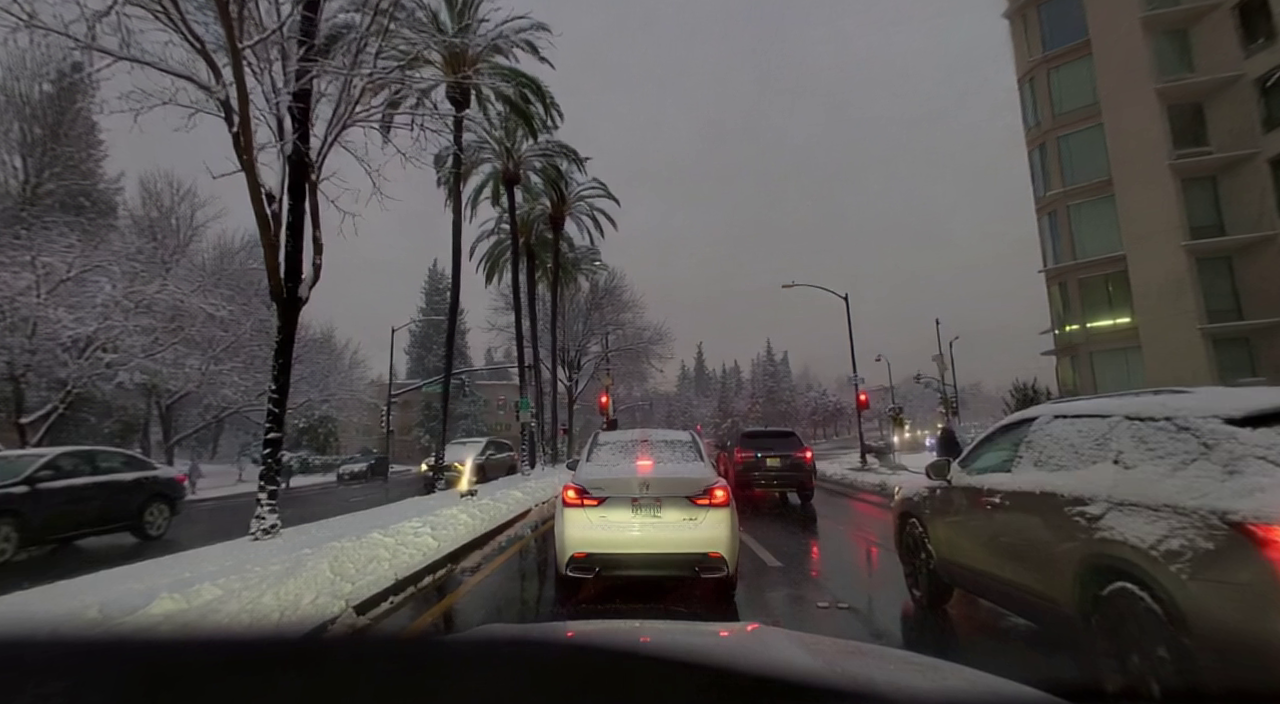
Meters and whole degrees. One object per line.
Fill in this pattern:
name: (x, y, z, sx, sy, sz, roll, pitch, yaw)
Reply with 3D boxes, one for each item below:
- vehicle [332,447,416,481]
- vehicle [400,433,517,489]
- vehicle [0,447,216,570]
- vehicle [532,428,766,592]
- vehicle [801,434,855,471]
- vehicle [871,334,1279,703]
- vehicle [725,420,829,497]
vehicle: (-13.198, 5.556, 31.700, 1.965, 1.507, 4.725, -1, -8, 3)
vehicle: (-6.062, 3.693, 21.749, 2.053, 1.693, 4.198, -2, -9, 13)
vehicle: (-8.885, 2.139, 9.081, 2.104, 1.492, 4.693, -1, -8, 4)
vehicle: (0.130, 1.715, 7.712, 2.088, 1.452, 3.993, -1, -8, 2)
vehicle: (9.620, 5.177, 32.717, 2.093, 1.725, 4.638, -2, -9, 10)
vehicle: (3.277, 1.078, 4.037, 2.003, 1.733, 4.319, 0, -8, 1)
vehicle: (3.743, 3.025, 18.262, 2.226, 1.897, 4.765, -1, -8, 4)
